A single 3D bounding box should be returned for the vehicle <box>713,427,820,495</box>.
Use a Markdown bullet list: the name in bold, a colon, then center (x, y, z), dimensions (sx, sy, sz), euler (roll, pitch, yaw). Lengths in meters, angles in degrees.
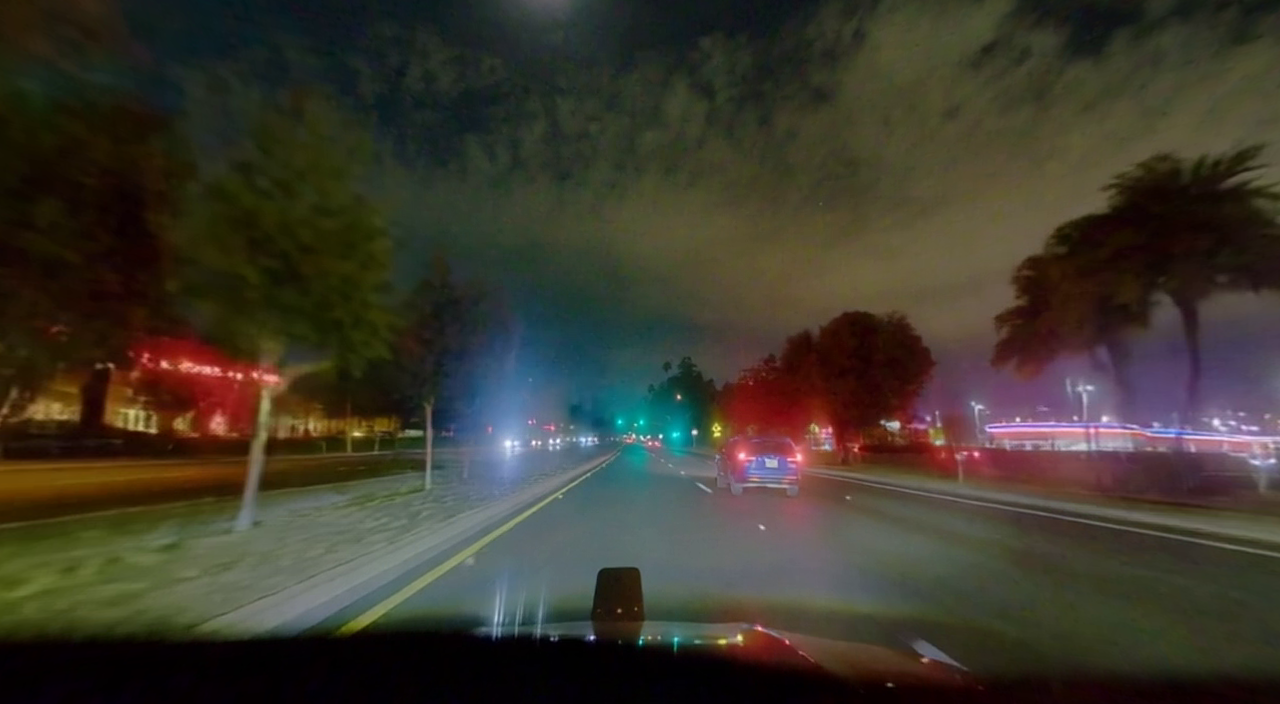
- **vehicle**: center (3.434, 3.055, 18.010), dimensions (2.072, 1.696, 4.177), euler (0, -8, -2)
